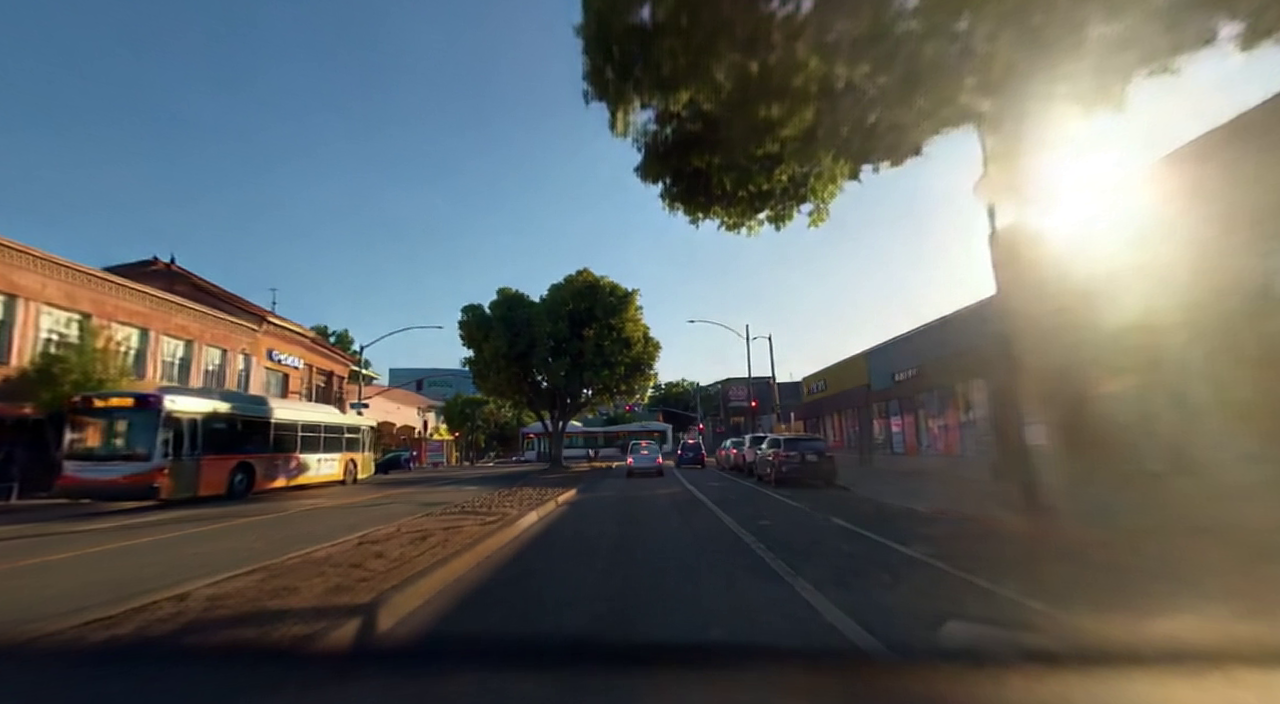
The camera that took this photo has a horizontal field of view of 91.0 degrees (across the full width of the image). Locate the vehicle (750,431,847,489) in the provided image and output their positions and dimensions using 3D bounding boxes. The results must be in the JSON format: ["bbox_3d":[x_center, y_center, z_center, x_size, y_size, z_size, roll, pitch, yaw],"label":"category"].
[{"bbox_3d":[5.065,3.513,20.763,2.014,1.681,4.332,0,-9,-1],"label":"vehicle"}]

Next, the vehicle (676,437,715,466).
[{"bbox_3d":[3.350,6.091,38.741,2.222,1.688,3.952,0,-9,3],"label":"vehicle"}]

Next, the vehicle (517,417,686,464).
[{"bbox_3d":[-2.921,7.023,49.950,12.978,3.538,3.117,0,-9,5],"label":"vehicle"}]

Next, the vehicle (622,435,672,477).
[{"bbox_3d":[0.240,4.699,28.619,2.089,1.699,4.650,1,-9,-2],"label":"vehicle"}]

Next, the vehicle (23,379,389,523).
[{"bbox_3d":[-12.748,3.267,21.192,3.356,3.365,12.460,0,-9,1],"label":"vehicle"}]
